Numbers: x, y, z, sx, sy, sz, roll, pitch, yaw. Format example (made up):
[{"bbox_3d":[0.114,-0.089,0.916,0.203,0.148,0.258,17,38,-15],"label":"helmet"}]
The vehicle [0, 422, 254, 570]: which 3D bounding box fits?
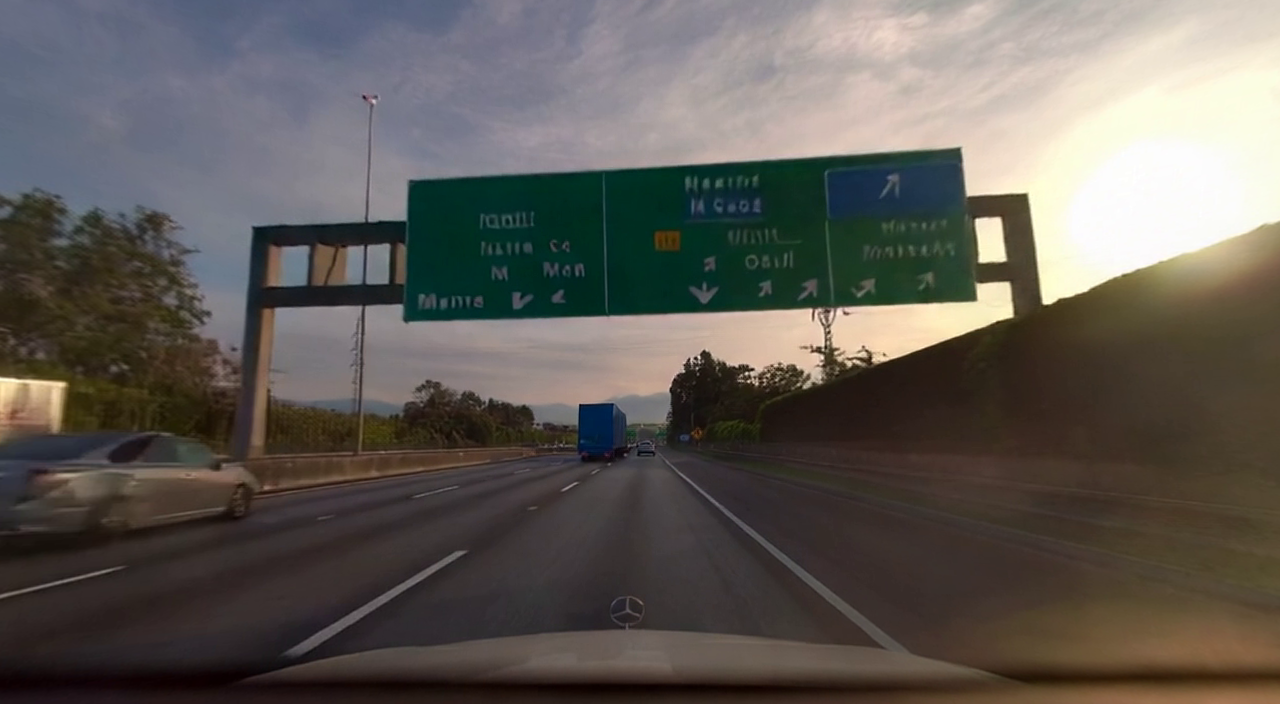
[{"bbox_3d":[-7.615,1.763,8.416,2.046,1.513,4.419,0,-8,0],"label":"vehicle"}]
